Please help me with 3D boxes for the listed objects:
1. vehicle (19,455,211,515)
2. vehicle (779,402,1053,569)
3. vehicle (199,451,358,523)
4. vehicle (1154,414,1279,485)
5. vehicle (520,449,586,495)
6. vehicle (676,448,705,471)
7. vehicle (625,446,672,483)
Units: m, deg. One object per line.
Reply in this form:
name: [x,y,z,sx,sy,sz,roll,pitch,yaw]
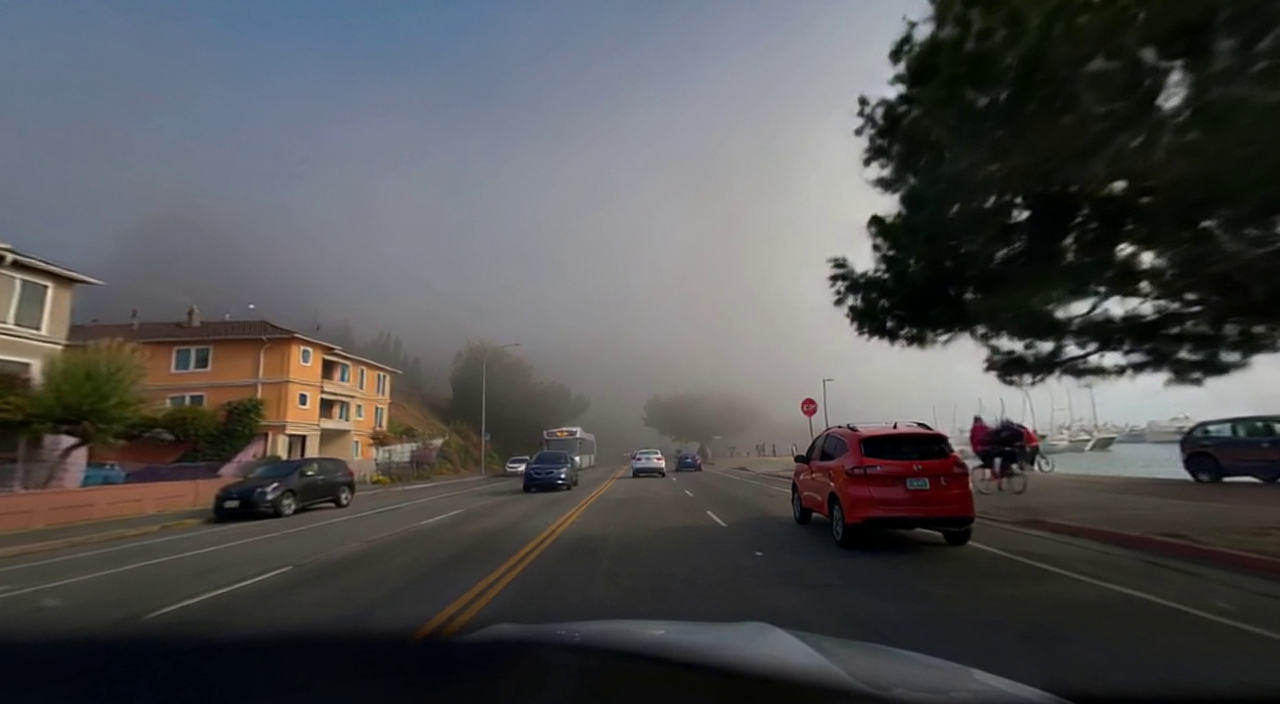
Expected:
vehicle: [-17.445,4.414,21.178,4.371,1.813,2.086,1,-9,-6]
vehicle: [3.508,1.800,9.159,2.000,1.809,4.405,-1,-9,1]
vehicle: [-10.755,3.983,19.281,2.107,1.868,4.690,0,-9,-1]
vehicle: [15.124,2.230,14.749,1.967,1.526,5.016,-4,-9,1]
vehicle: [-3.218,4.512,24.083,1.893,1.583,4.107,-1,-9,1]
vehicle: [3.874,8.325,48.988,1.876,1.626,3.851,0,-9,-1]
vehicle: [0.375,5.440,30.713,2.132,1.632,3.838,0,-9,0]
